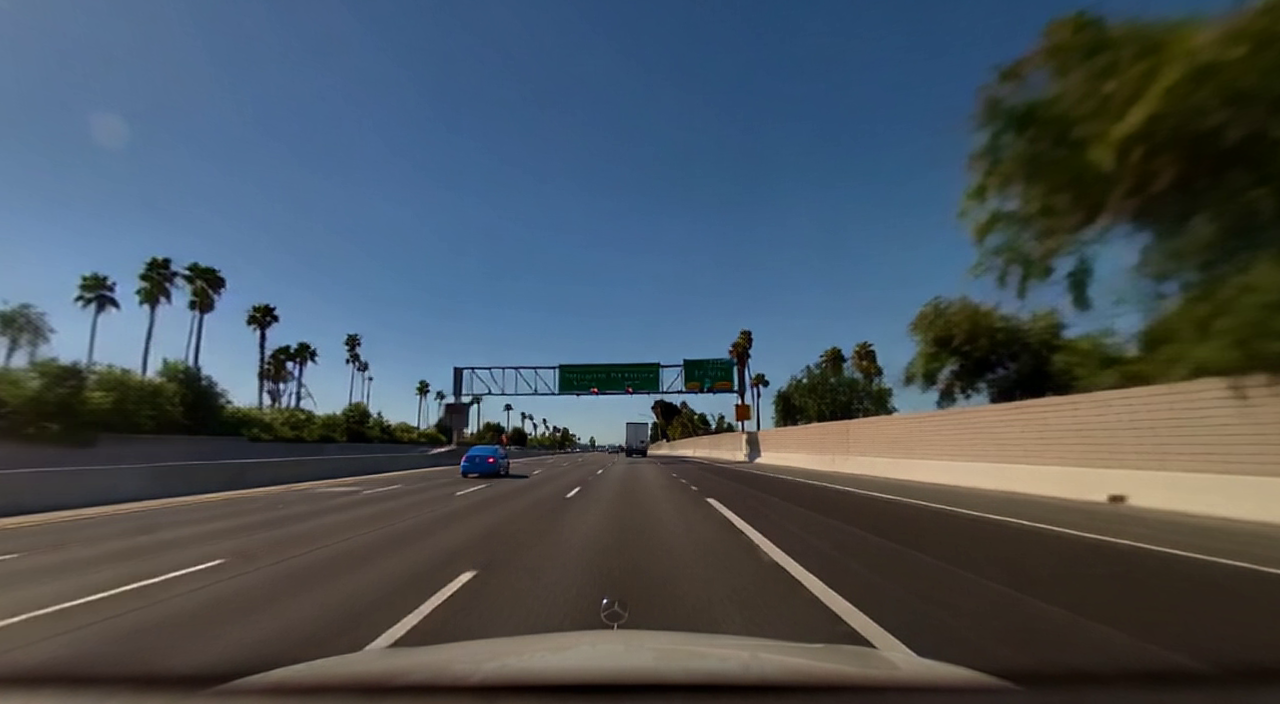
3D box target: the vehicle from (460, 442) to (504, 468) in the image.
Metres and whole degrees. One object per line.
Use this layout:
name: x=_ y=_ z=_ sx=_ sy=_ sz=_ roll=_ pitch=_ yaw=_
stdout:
vehicle: x=-10.650 y=6.958 z=42.786 sx=1.897 sy=1.653 sz=4.113 roll=0 pitch=-8 yaw=0
